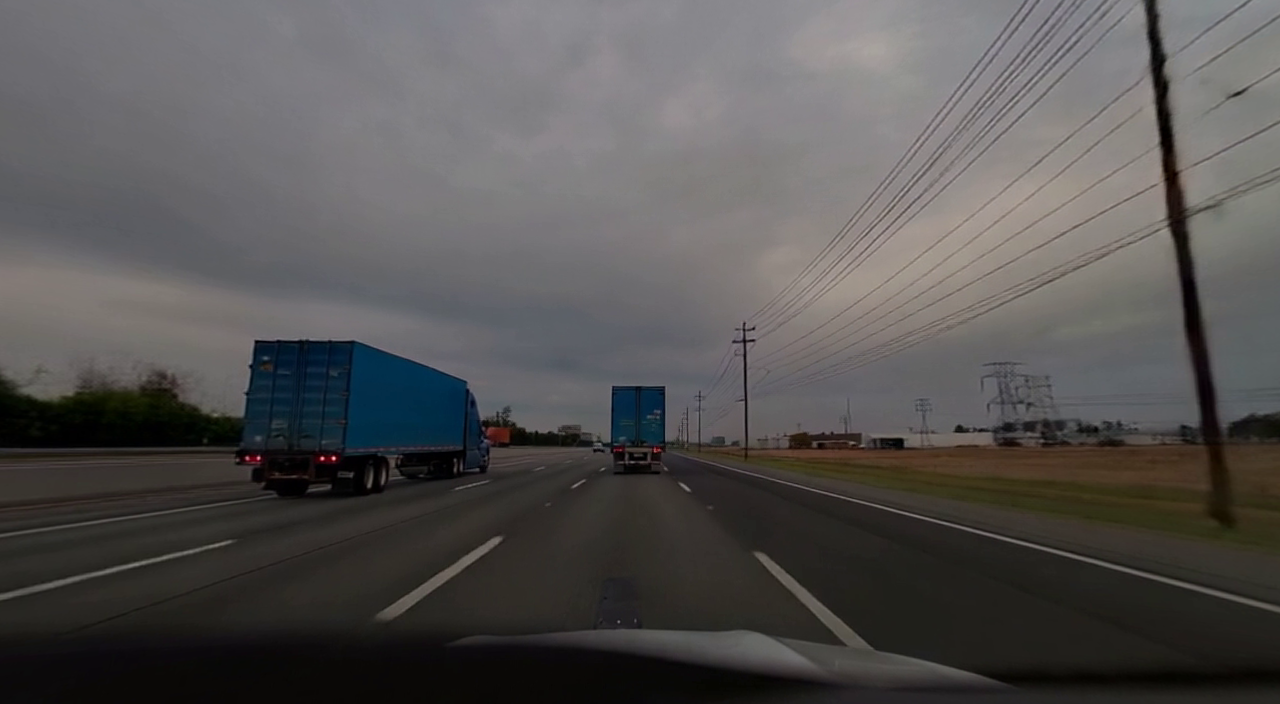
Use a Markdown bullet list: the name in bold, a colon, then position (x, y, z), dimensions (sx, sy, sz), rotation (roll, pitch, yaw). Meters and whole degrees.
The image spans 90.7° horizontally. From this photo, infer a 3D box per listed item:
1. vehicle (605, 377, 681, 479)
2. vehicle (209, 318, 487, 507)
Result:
- **vehicle**: position (0.068, 3.606, 29.008), dimensions (2.858, 3.847, 10.034), rotation (0, -9, -1)
- **vehicle**: position (-7.471, 2.055, 18.931), dimensions (2.937, 3.981, 11.119), rotation (0, -8, 0)
